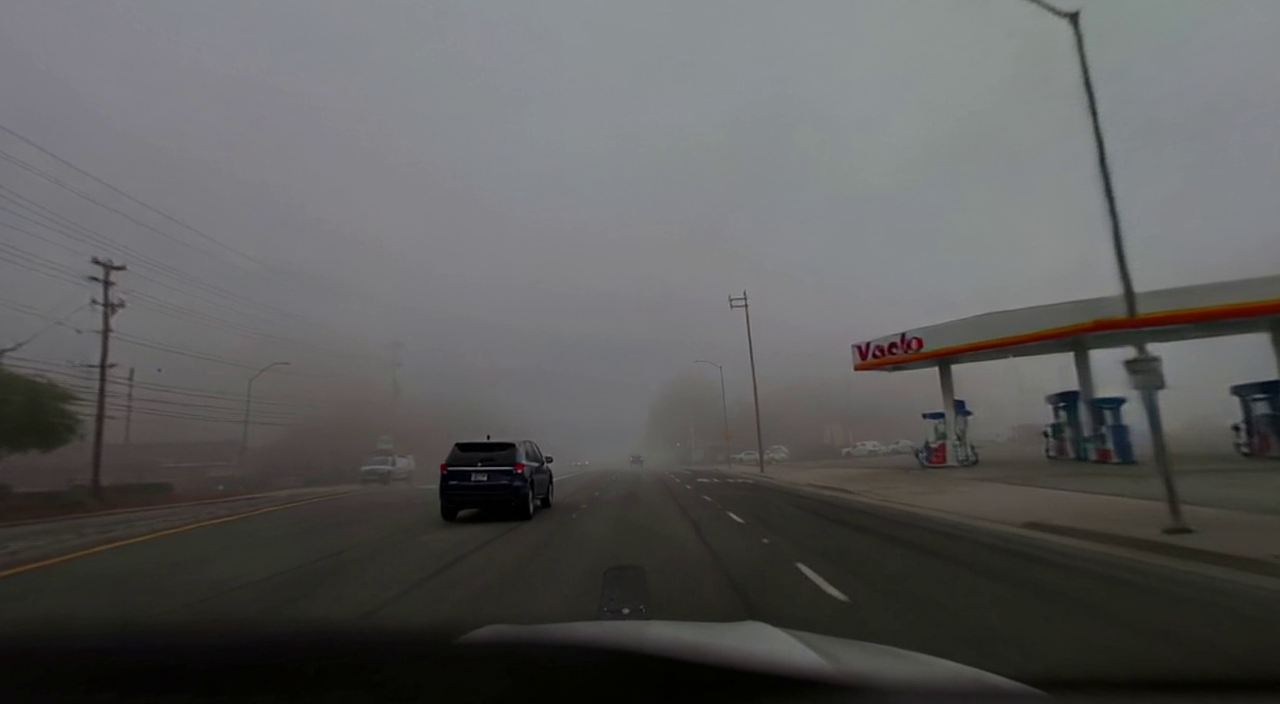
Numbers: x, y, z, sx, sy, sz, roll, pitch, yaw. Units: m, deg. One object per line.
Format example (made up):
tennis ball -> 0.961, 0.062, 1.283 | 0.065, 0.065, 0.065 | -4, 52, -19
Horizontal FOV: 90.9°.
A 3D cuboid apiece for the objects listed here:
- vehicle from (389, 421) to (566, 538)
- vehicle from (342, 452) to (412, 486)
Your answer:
vehicle -> -2.877, 2.391, 12.499 | 2.190, 1.844, 4.751 | 0, -8, 1
vehicle -> -18.443, 8.198, 44.564 | 2.426, 2.160, 5.660 | 0, -8, 1
